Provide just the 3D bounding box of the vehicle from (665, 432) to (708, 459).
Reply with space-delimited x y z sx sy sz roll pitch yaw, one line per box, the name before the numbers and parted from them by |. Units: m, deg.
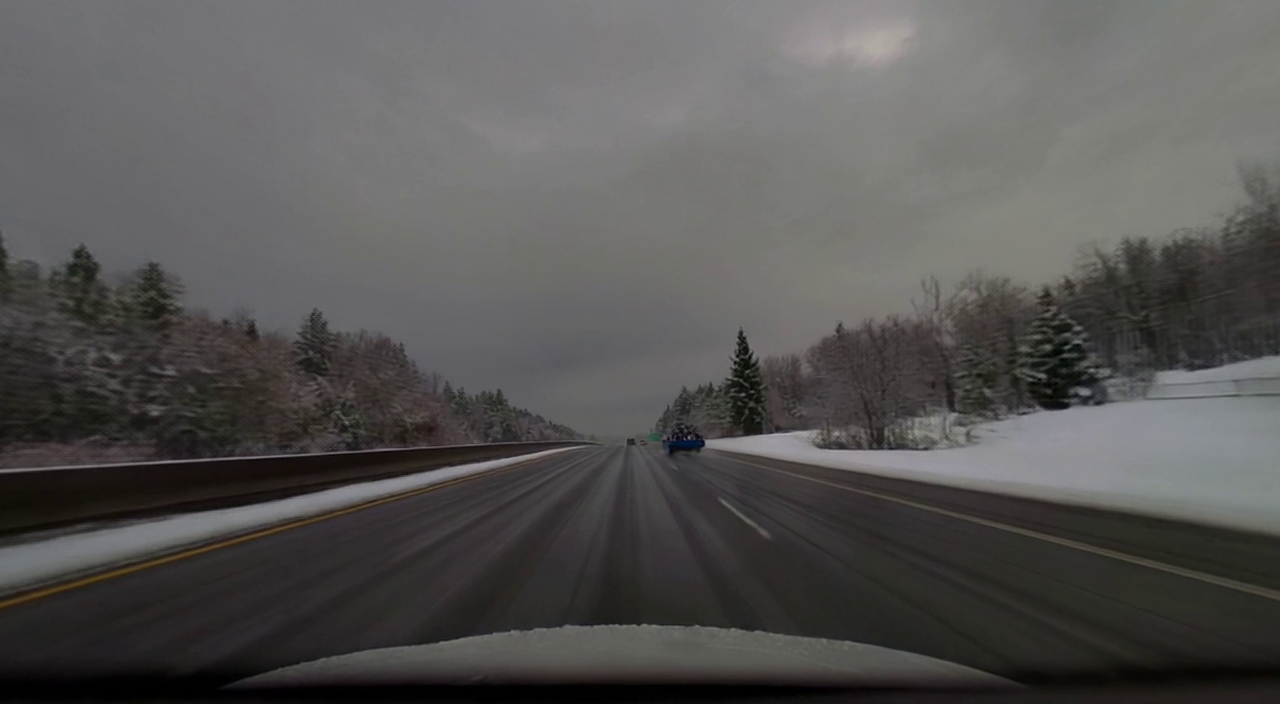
vehicle | 2.557 5.203 35.273 1.911 1.449 3.776 0 -7 -3
